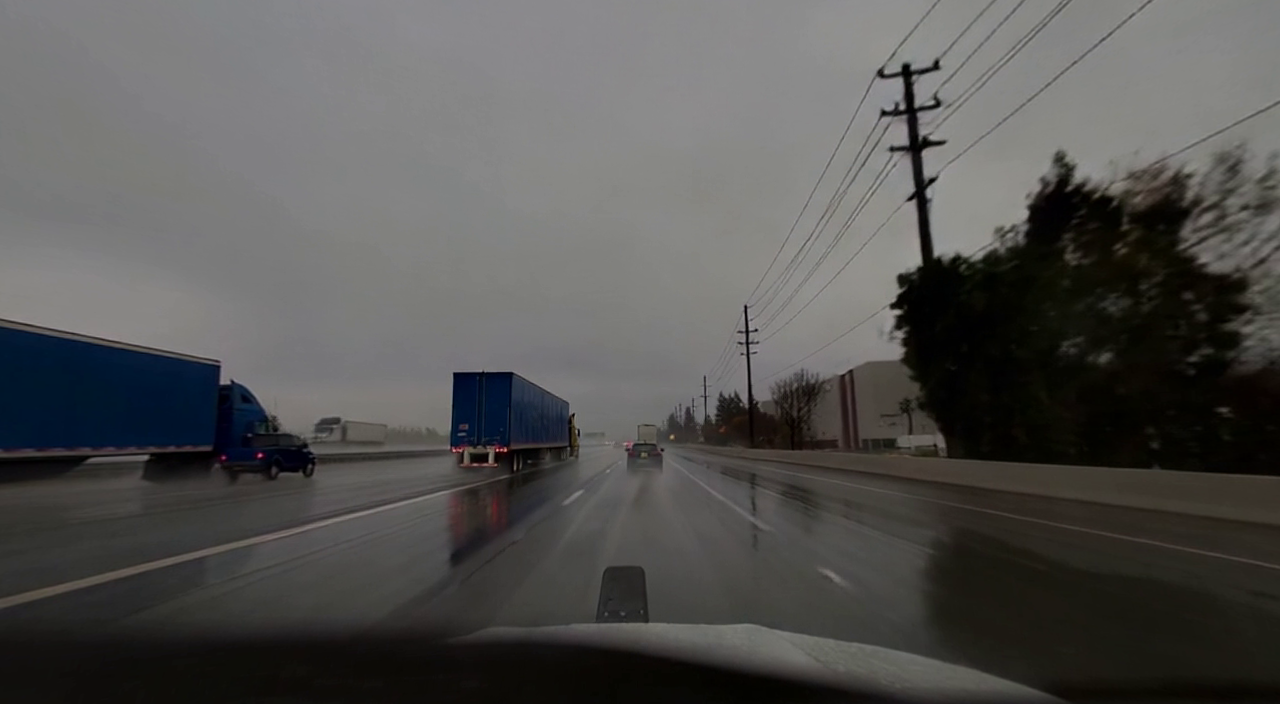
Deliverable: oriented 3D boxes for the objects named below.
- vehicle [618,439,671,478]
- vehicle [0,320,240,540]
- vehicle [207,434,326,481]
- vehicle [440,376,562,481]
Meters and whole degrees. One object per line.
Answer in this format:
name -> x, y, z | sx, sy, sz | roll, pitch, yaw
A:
vehicle -> 0.203, 4.464, 26.696 | 2.055, 1.514, 4.323 | 0, -8, 1
vehicle -> -10.686, 1.196, 9.570 | 2.896, 3.140, 9.491 | 0, -8, 1
vehicle -> -14.722, 4.168, 25.229 | 1.938, 1.679, 4.469 | 0, -8, 1
vehicle -> -6.367, 4.111, 32.397 | 2.907, 4.081, 15.311 | 0, -8, 0
